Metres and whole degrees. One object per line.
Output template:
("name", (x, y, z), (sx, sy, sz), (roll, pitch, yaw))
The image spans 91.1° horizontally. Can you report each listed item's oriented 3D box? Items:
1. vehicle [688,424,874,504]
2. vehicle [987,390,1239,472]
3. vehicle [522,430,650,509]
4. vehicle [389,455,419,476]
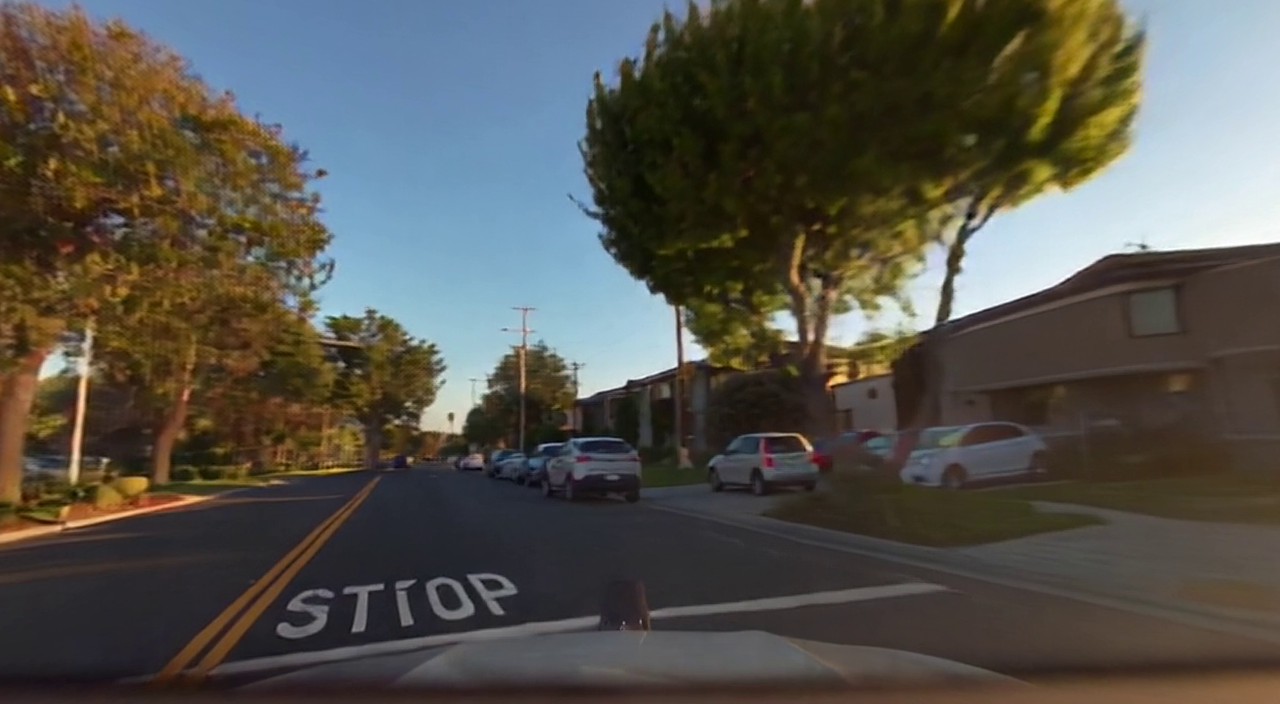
("vehicle", (3.854, 3.153, 18.720), (2.282, 1.893, 6.027), (1, -7, -23))
("vehicle", (21.683, 3.845, 29.893), (2.928, 3.230, 9.384), (2, -9, -18))
("vehicle", (-1.871, 3.424, 19.048), (2.292, 1.974, 5.853), (3, -9, -21))
("vehicle", (-18.741, 8.930, 49.731), (2.010, 1.499, 4.107), (3, -9, -23))
